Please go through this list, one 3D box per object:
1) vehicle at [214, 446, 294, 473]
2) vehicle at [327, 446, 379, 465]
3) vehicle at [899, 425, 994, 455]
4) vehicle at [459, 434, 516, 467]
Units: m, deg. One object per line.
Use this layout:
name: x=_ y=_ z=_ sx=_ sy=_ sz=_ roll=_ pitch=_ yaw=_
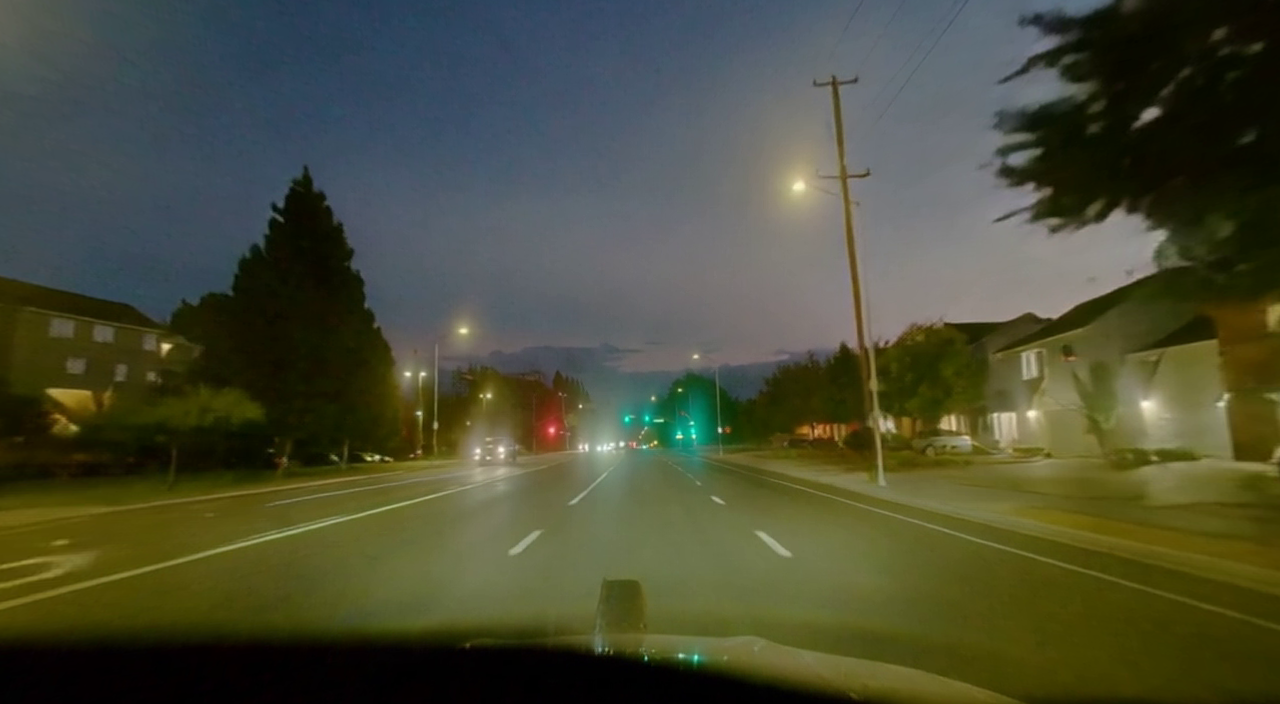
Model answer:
vehicle: x=-22.116 y=6.147 z=36.168 sx=3.459 sy=1.419 sz=1.631 roll=0 pitch=-9 yaw=-2
vehicle: x=-22.455 y=8.096 z=49.413 sx=3.348 sy=1.380 sz=1.584 roll=2 pitch=-8 yaw=-8
vehicle: x=18.506 y=5.328 z=38.206 sx=4.591 sy=1.718 sz=2.107 roll=0 pitch=-9 yaw=-2
vehicle: x=-9.959 y=6.515 z=41.829 sx=2.294 sy=1.975 sz=5.773 roll=0 pitch=-8 yaw=1
